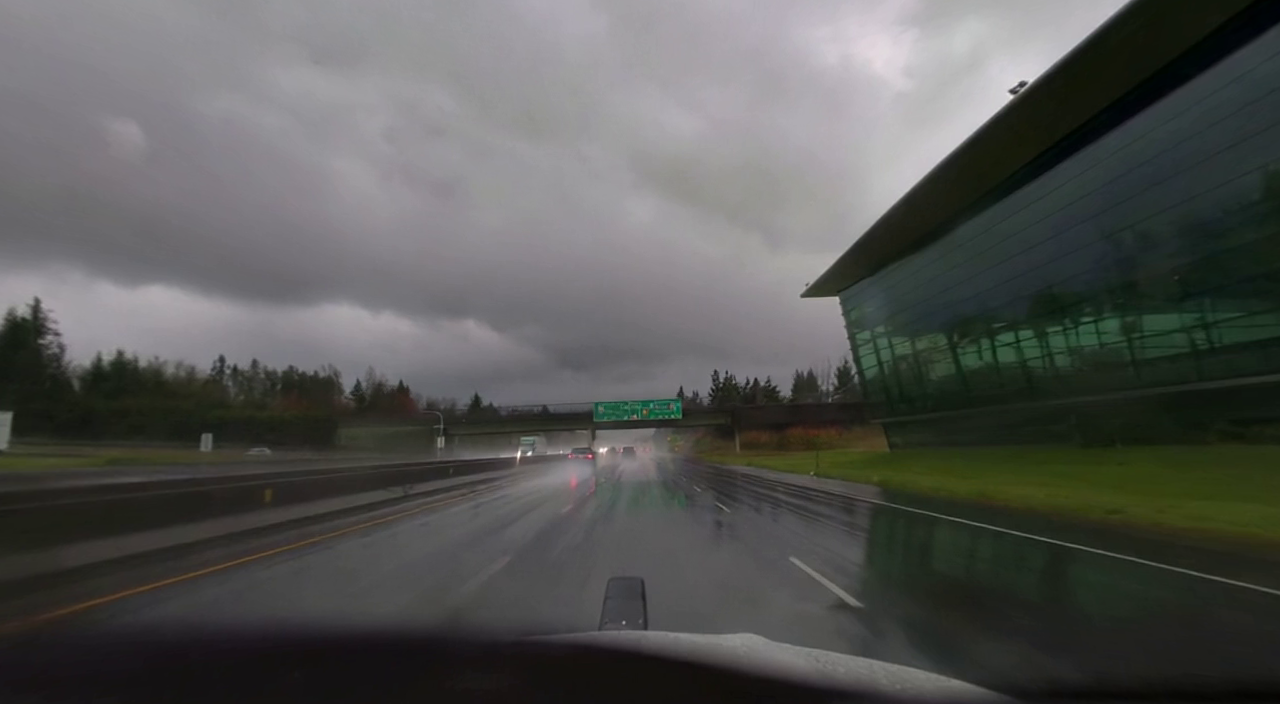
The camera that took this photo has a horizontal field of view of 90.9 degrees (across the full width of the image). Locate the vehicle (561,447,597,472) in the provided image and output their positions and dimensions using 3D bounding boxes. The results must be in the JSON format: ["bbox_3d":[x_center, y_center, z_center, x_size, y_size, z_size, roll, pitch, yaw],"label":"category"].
[{"bbox_3d":[-3.978,7.132,41.927,2.042,1.506,4.211,0,-9,-1],"label":"vehicle"}]
